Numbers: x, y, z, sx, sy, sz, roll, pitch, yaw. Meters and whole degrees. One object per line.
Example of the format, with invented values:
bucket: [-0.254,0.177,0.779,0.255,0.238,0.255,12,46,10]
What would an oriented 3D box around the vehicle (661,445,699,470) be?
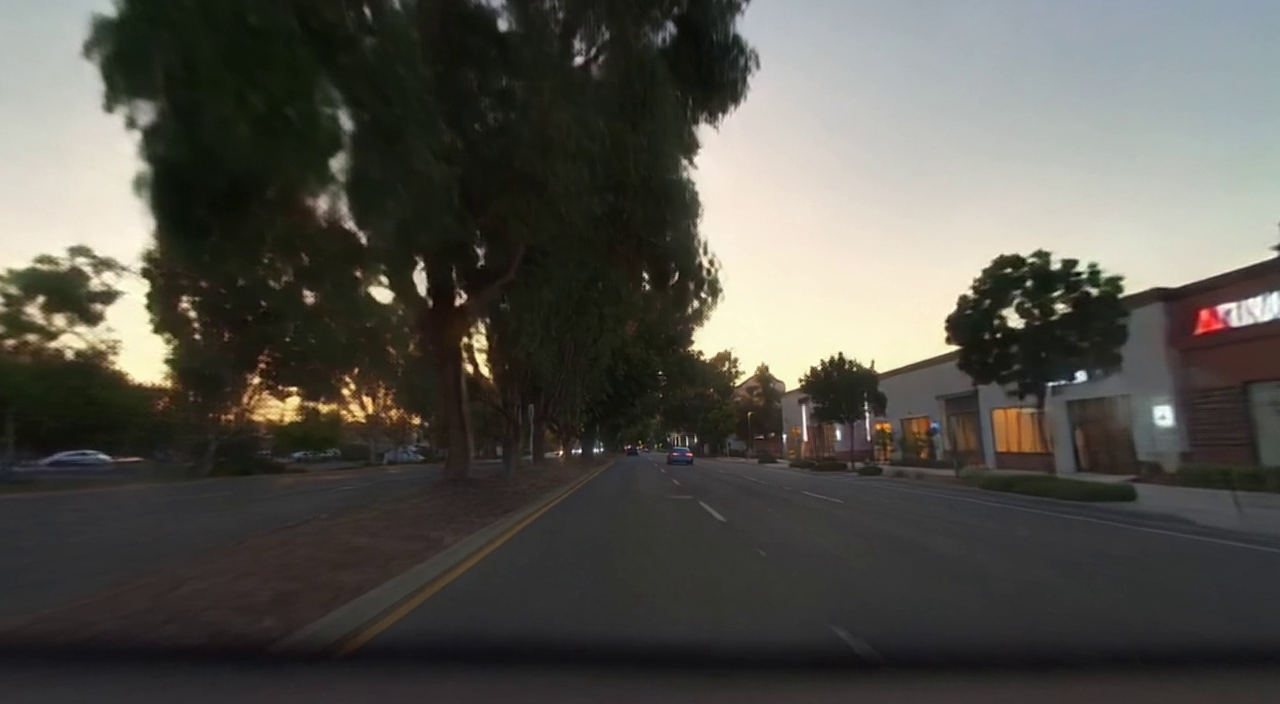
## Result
vehicle: [2.502,6.787,40.624,2.015,1.479,4.444,0,-9,-2]
